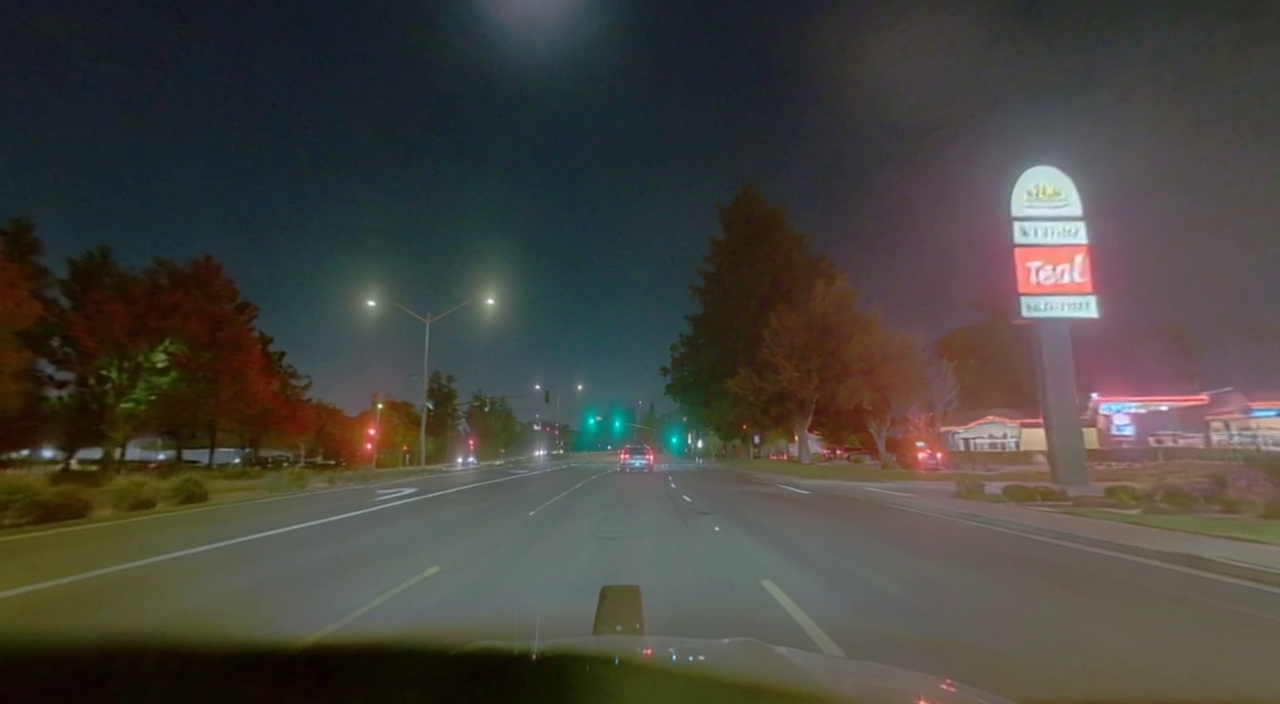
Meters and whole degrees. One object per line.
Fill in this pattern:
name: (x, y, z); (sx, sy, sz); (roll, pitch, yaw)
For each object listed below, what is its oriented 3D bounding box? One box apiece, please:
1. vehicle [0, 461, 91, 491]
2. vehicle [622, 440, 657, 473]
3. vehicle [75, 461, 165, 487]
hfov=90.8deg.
vehicle: (-32.170, 6.560, 33.587); (4.063, 1.479, 1.939); (0, -9, -2)
vehicle: (0.001, 6.534, 39.689); (2.096, 1.961, 4.259); (0, -9, 1)
vehicle: (-32.159, 7.528, 39.131); (3.791, 1.473, 1.942); (0, -9, -2)
